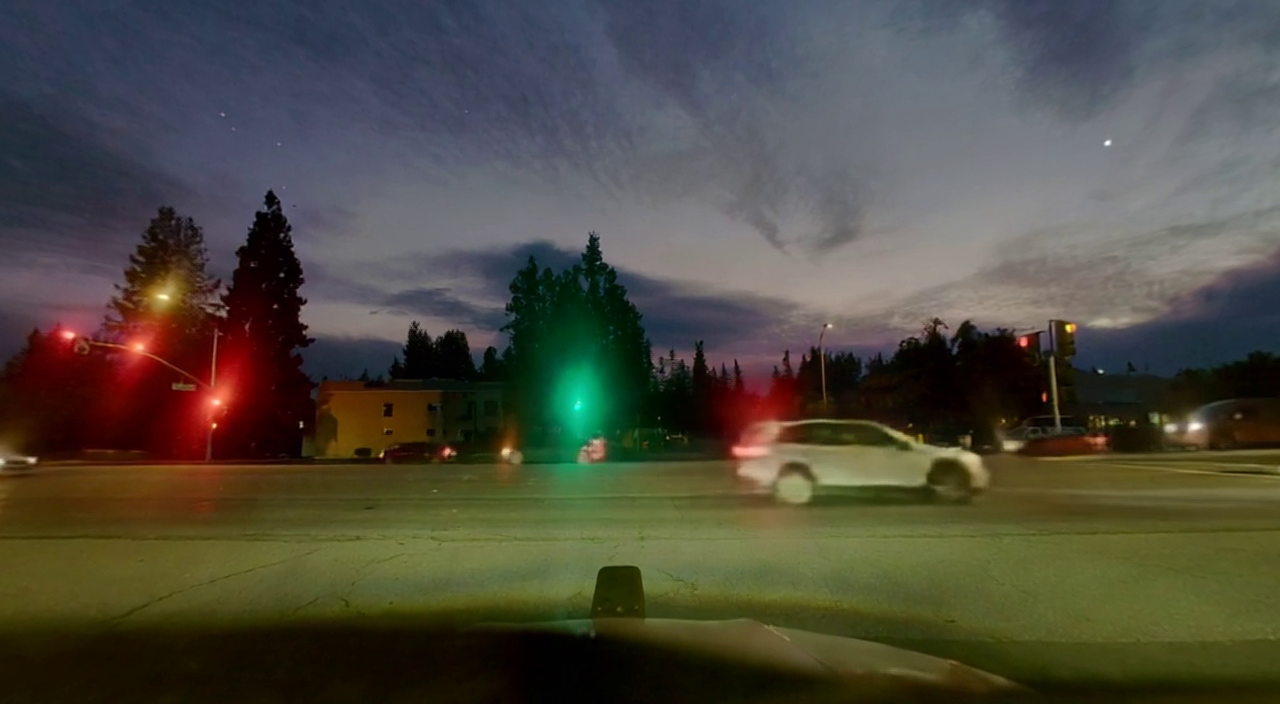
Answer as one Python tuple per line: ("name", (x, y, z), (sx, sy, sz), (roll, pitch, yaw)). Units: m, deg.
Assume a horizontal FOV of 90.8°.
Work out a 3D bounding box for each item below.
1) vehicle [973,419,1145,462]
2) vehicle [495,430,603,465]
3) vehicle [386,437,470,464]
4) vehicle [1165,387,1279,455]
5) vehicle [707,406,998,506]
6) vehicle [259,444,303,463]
("vehicle", (15.020, 3.218, 22.943), (4.749, 1.461, 1.892), (-1, -9, 9))
("vehicle", (-4.315, 4.569, 30.363), (4.677, 1.593, 2.029), (-2, -9, 11))
("vehicle", (-12.907, 6.009, 38.578), (4.488, 1.536, 1.849), (-2, -9, 10))
("vehicle", (31.206, 3.418, 31.005), (7.790, 3.197, 2.653), (-2, -9, 11))
("vehicle", (3.911, 2.019, 12.470), (4.959, 1.715, 2.162), (-2, -9, 11))
("vehicle", (-28.062, 7.913, 49.561), (2.235, 1.417, 4.272), (3, -9, -20))
